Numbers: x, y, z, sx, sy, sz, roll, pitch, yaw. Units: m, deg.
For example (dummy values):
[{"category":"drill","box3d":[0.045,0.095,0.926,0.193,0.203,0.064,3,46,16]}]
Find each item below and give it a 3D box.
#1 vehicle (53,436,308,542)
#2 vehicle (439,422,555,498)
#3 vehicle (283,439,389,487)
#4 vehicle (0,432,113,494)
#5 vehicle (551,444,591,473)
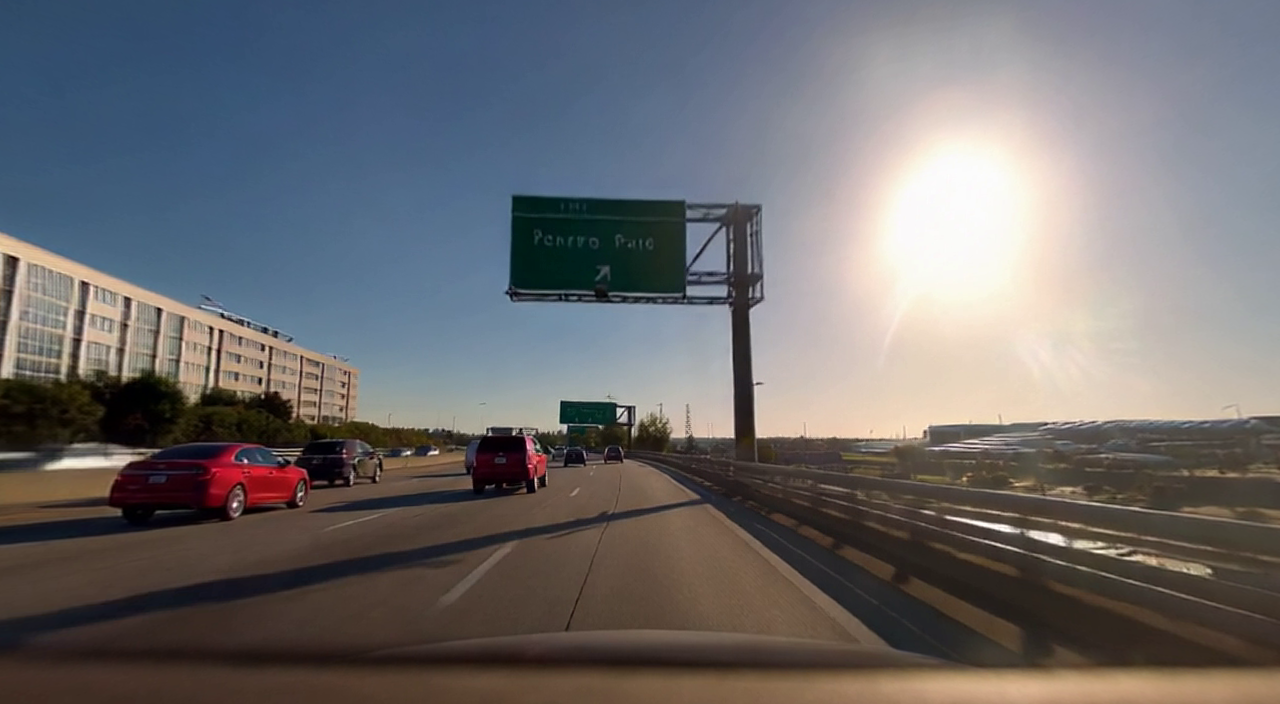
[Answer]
[{"category":"vehicle","box3d":[-7.521,2.217,10.819,1.796,1.509,3.393,0,-8,-1]},{"category":"vehicle","box3d":[-4.111,3.225,19.261,2.301,1.985,5.247,0,-8,0]},{"category":"vehicle","box3d":[-11.701,4.267,24.656,1.919,1.665,4.394,0,-8,0]},{"category":"vehicle","box3d":[-20.559,3.534,20.253,2.224,1.888,5.868,0,-8,-1]},{"category":"vehicle","box3d":[-4.067,6.330,37.601,1.955,1.614,3.817,0,-8,-1]}]
